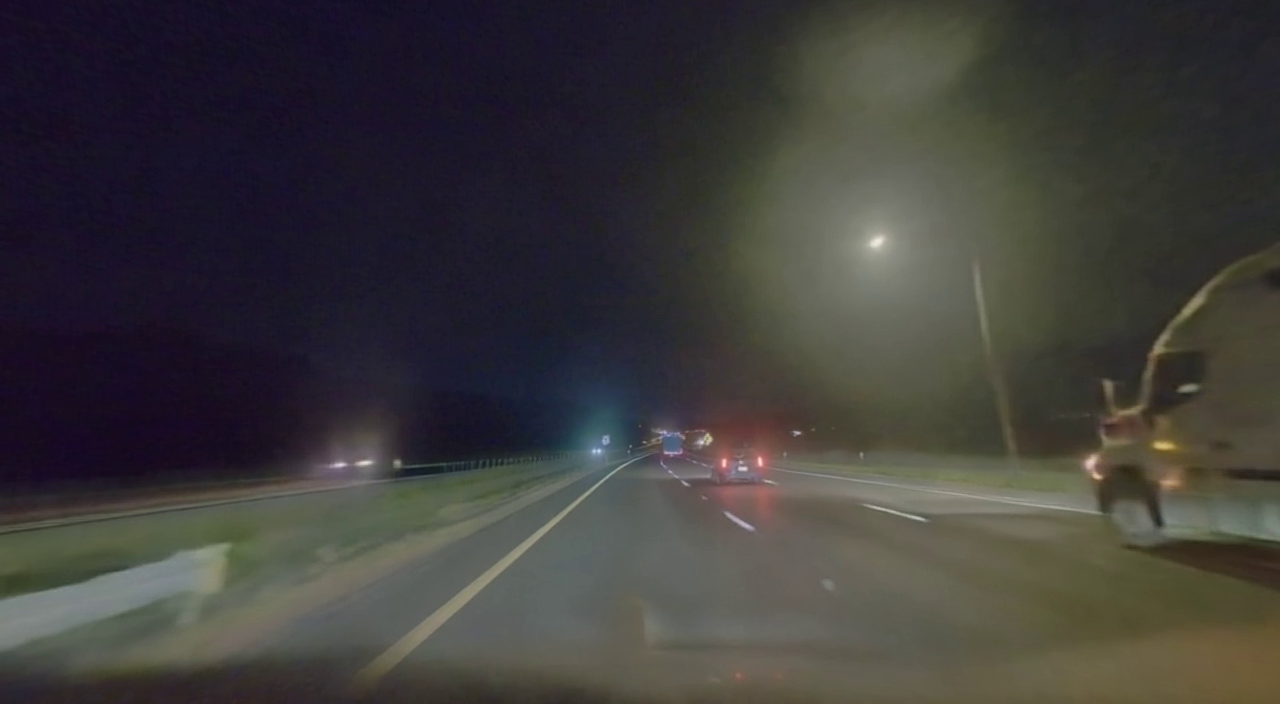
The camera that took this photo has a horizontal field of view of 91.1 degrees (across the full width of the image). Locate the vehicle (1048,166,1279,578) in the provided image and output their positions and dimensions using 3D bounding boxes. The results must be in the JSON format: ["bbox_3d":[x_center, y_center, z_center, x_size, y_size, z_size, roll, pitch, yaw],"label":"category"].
[{"bbox_3d":[7.736,0.279,6.754,2.935,3.986,5.201,0,-9,0],"label":"vehicle"}]

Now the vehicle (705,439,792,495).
[{"bbox_3d":[3.322,3.605,20.004,2.024,1.579,3.707,0,-9,-1],"label":"vehicle"}]

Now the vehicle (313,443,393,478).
[{"bbox_3d":[-15.057,5.712,33.299,2.062,1.666,4.521,-1,-9,1],"label":"vehicle"}]
